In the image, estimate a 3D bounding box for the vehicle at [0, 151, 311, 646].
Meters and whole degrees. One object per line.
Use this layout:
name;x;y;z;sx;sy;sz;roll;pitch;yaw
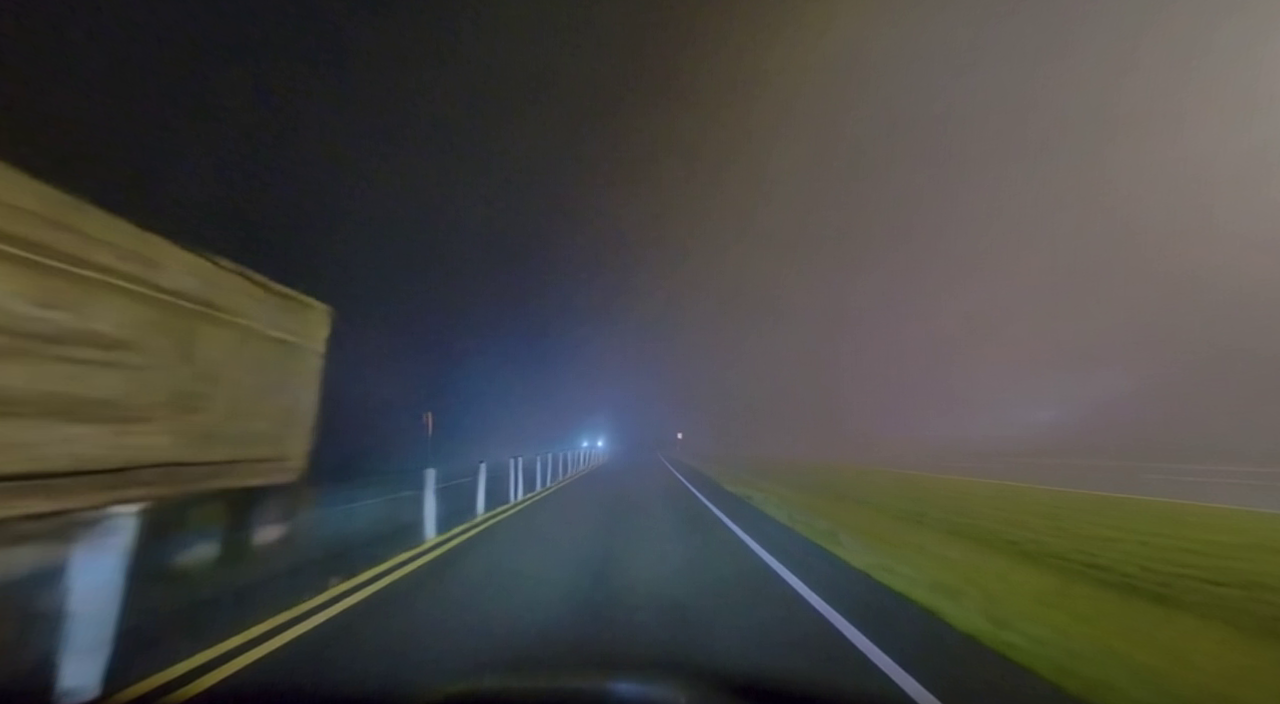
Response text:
vehicle;-5.873;0.253;3.852;2.751;3.436;8.990;-1;-8;1
